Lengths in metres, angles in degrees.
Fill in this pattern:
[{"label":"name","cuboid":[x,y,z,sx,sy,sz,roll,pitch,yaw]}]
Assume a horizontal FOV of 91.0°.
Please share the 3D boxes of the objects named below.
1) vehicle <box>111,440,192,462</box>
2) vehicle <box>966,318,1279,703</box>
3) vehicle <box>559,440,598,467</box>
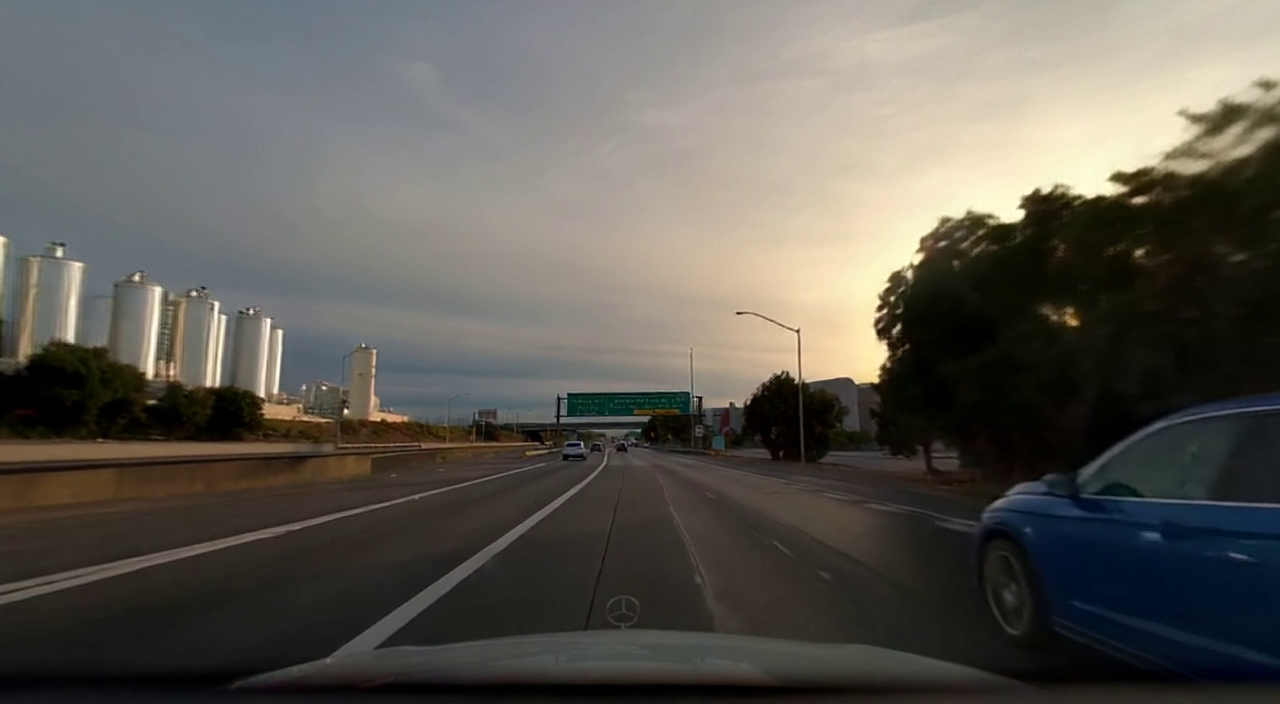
[{"label":"vehicle","cuboid":[-35.985,7.284,46.545,1.837,1.541,4.634,-1,-9,10]},{"label":"vehicle","cuboid":[3.637,0.741,2.249,2.296,1.790,5.067,0,-9,1]},{"label":"vehicle","cuboid":[-3.793,6.332,39.428,2.012,1.571,4.232,0,-9,0]}]
